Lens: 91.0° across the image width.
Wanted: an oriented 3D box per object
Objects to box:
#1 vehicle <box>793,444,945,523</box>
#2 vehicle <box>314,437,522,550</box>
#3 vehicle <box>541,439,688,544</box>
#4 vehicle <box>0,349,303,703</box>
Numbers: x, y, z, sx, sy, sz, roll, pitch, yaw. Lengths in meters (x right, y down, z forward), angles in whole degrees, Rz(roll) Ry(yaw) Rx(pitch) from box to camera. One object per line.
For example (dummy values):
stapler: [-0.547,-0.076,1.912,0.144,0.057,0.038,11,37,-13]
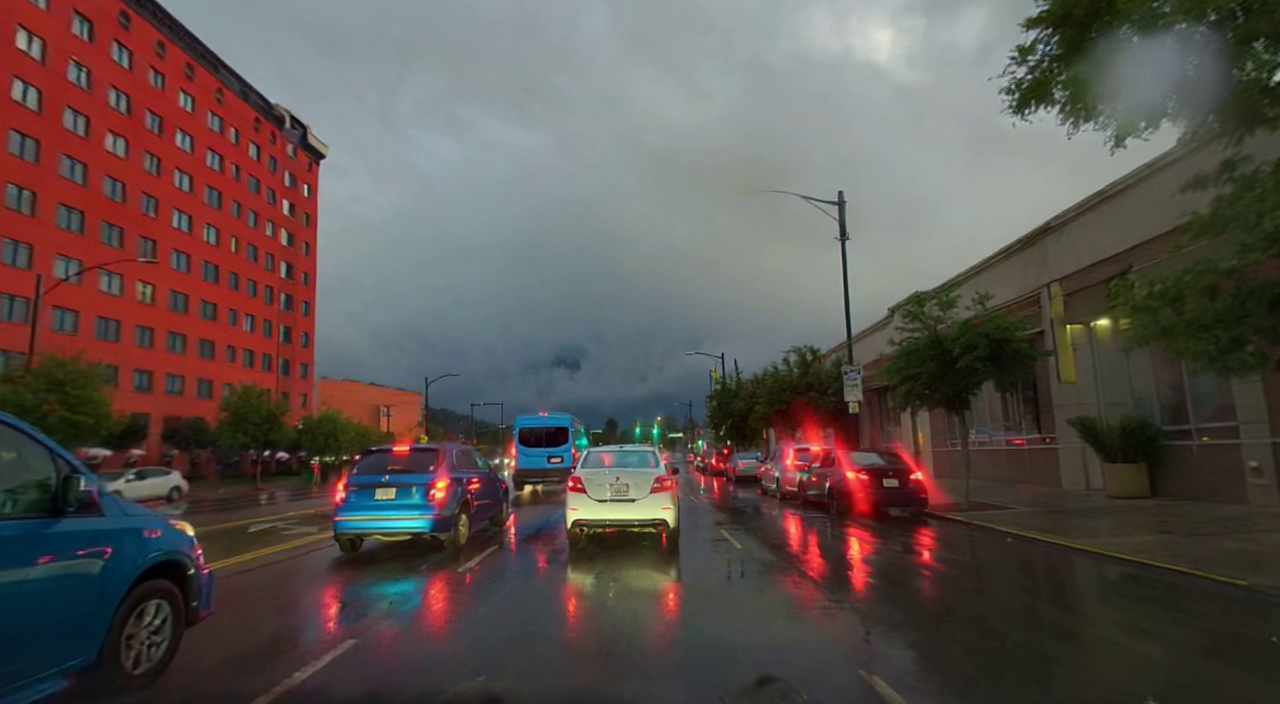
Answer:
vehicle: [4.912,2.854,14.203,1.832,1.491,4.054,1,-9,-1]
vehicle: [-3.536,2.326,11.091,1.995,1.554,4.426,0,-9,1]
vehicle: [-0.383,2.369,11.362,2.152,1.518,4.113,0,-9,0]
vehicle: [-3.704,0.853,2.444,2.140,1.768,4.685,0,-9,0]
